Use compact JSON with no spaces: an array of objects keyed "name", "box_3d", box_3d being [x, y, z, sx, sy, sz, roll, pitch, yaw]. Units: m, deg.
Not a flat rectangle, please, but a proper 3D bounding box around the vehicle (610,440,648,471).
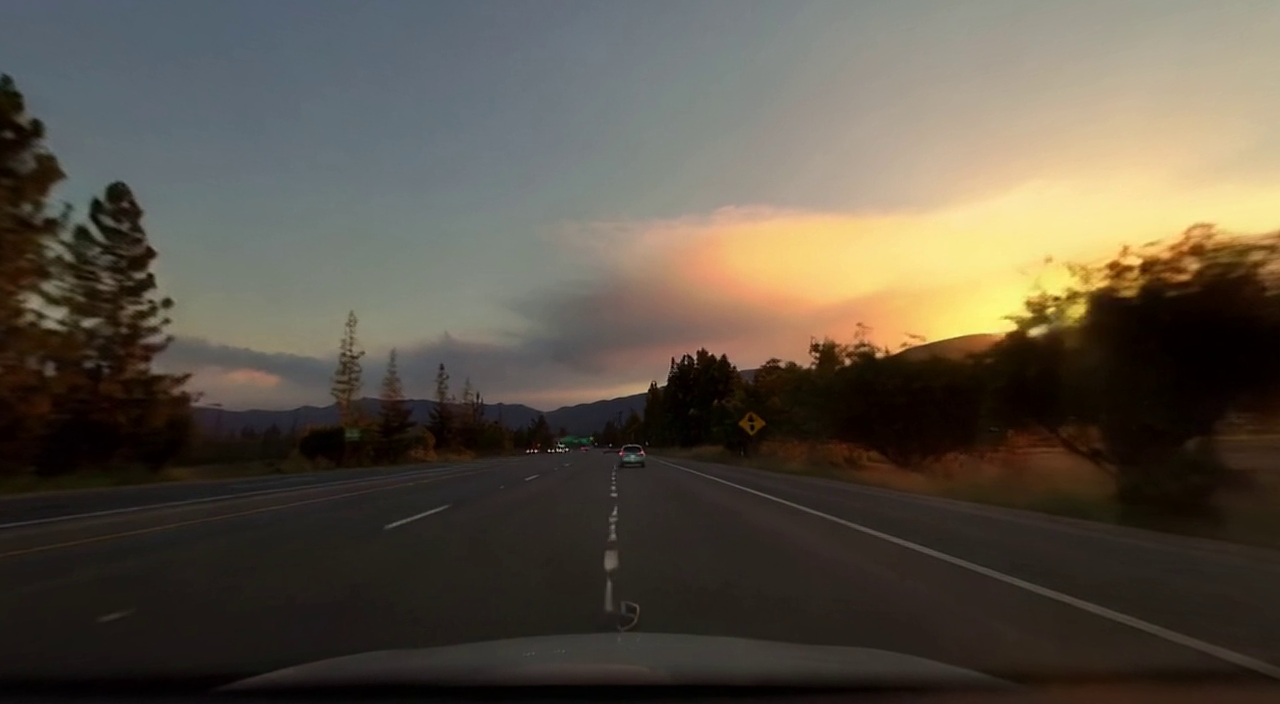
[{"name":"vehicle","box_3d":[-0.618,6.137,37.488,2.120,1.715,4.153,0,-9,0]}]
